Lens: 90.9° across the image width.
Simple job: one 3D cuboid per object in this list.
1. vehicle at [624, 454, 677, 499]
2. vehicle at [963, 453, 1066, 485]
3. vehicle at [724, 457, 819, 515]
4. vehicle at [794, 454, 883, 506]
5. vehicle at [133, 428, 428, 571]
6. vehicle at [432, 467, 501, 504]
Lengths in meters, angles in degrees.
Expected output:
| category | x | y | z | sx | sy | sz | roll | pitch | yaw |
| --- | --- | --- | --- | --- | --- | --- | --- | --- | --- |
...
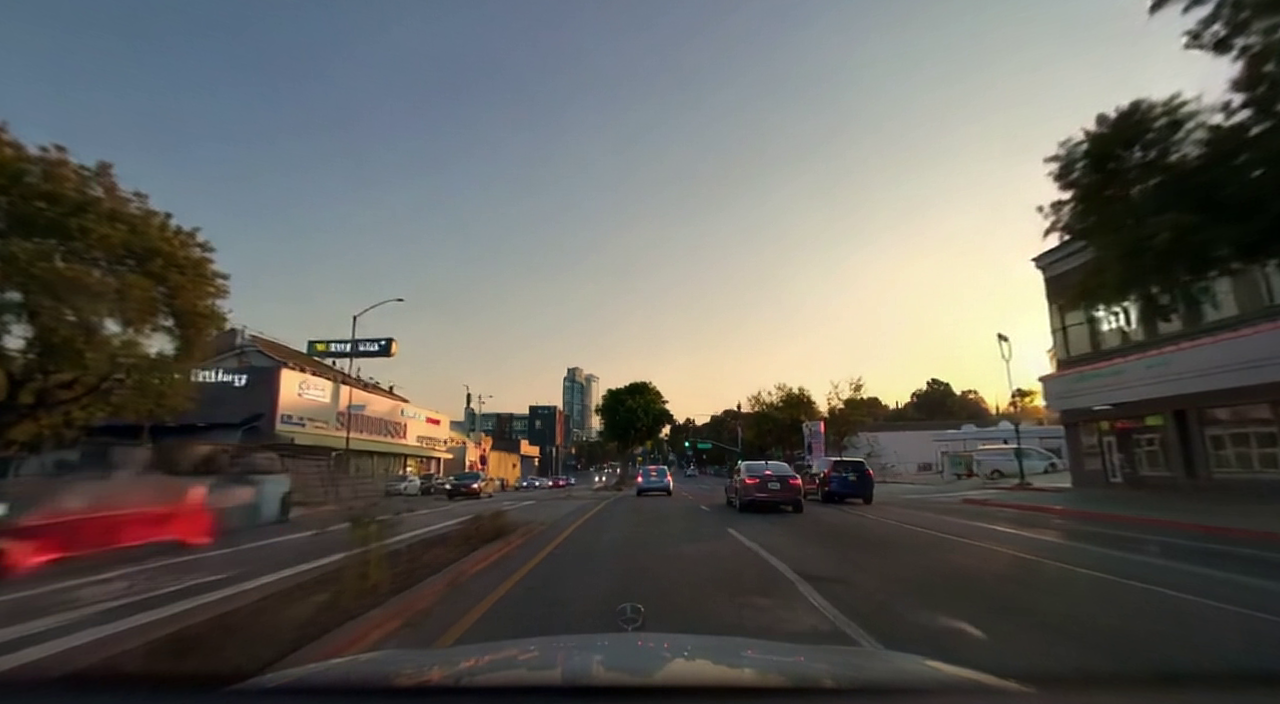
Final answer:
| category | x | y | z | sx | sy | sz | roll | pitch | yaw |
| --- | --- | --- | --- | --- | --- | --- | --- | --- | --- |
| vehicle | 0.504 | 5.677 | 29.150 | 2.210 | 1.861 | 4.280 | -1 | -9 | 2 |
| vehicle | 22.318 | 6.982 | 37.738 | 4.718 | 1.628 | 2.008 | -3 | -9 | 5 |
| vehicle | 3.890 | 4.047 | 19.531 | 1.963 | 1.484 | 4.609 | -1 | -9 | 0 |
| vehicle | 7.514 | 4.855 | 24.403 | 2.040 | 1.738 | 4.414 | -1 | -9 | 1 |
| vehicle | -5.264 | 2.218 | 10.183 | 2.180 | 1.646 | 4.467 | -3 | -9 | -1 |
| vehicle | -8.340 | 6.449 | 30.787 | 1.906 | 1.519 | 4.797 | -1 | -9 | 2 |
